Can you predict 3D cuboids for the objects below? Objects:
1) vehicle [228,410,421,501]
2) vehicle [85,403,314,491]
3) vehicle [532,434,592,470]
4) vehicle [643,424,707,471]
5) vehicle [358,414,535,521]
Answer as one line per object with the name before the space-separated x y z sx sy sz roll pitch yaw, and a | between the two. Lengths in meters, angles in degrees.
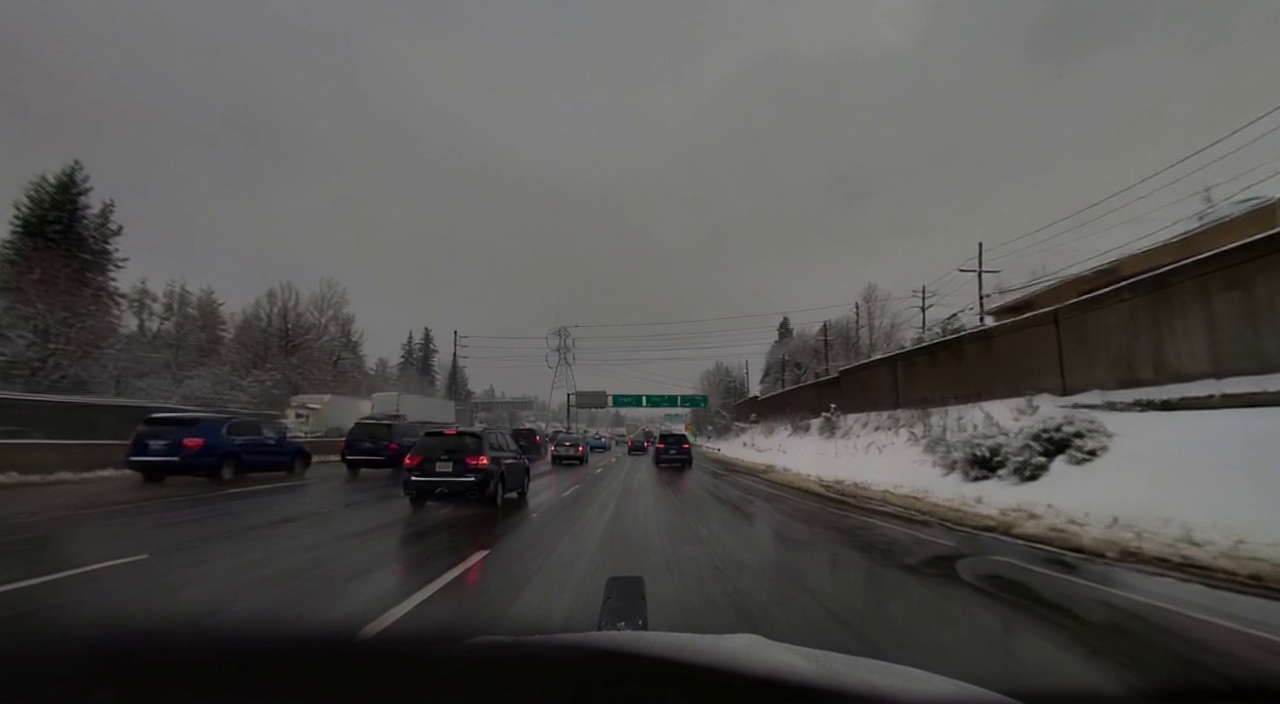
vehicle | -7.250 2.427 15.236 2.222 1.825 4.640 0 -8 0
vehicle | -10.683 2.364 15.963 2.089 1.847 4.981 0 -8 1
vehicle | -3.465 4.539 28.954 2.049 1.530 4.707 0 -8 1
vehicle | 1.649 4.832 32.186 2.793 2.132 5.682 0 -8 -1
vehicle | -3.521 2.189 12.536 2.026 1.719 4.490 0 -8 1
